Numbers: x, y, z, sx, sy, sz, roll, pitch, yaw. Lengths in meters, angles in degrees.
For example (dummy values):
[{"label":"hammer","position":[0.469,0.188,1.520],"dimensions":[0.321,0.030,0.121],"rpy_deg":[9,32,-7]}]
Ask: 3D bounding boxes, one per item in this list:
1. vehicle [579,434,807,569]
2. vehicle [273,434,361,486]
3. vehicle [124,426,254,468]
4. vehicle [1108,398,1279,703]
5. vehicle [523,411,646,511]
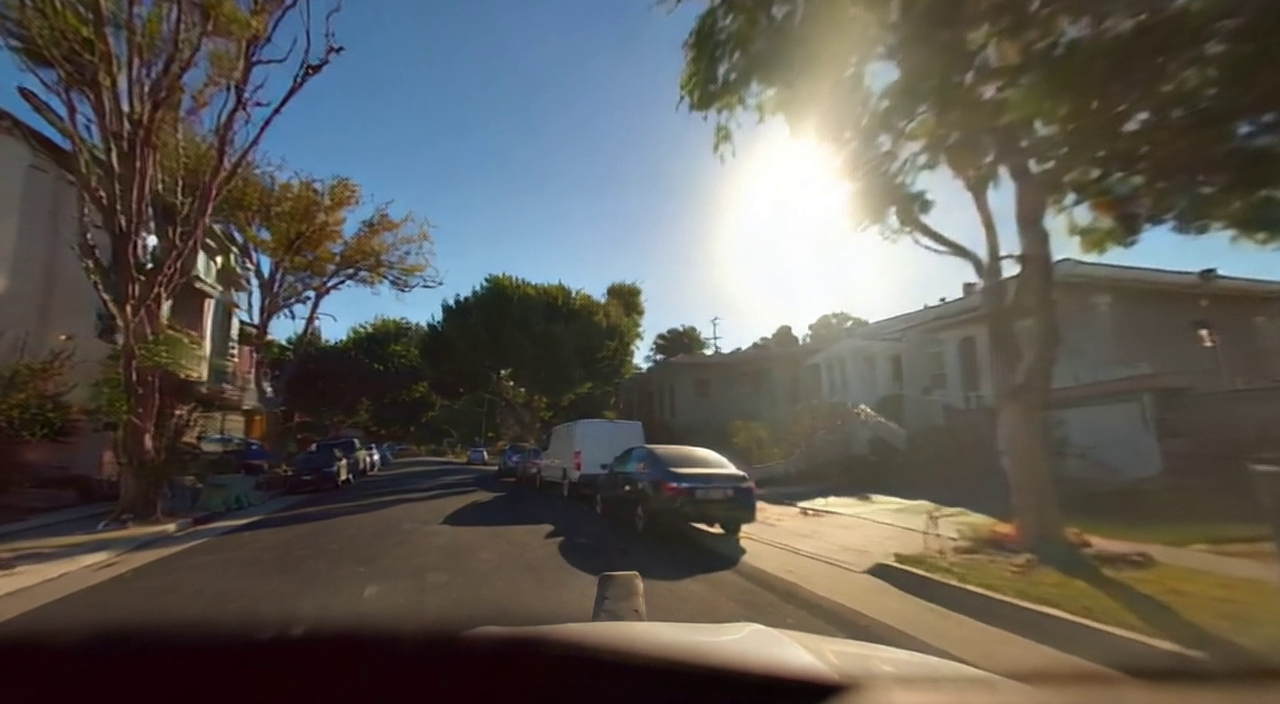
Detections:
[{"label":"vehicle","position":[0.501,2.083,9.876],"dimensions":[1.828,1.442,4.476],"rpy_deg":[2,-6,-20]},{"label":"vehicle","position":[-10.724,3.592,21.249],"dimensions":[1.908,1.493,4.806],"rpy_deg":[6,-10,-19]},{"label":"vehicle","position":[-19.457,4.080,27.387],"dimensions":[4.153,1.550,2.029],"rpy_deg":[3,-2,-20]},{"label":"vehicle","position":[4.790,1.108,3.289],"dimensions":[4.030,1.648,1.827],"rpy_deg":[4,-9,-23]},{"label":"vehicle","position":[-1.605,2.619,16.211],"dimensions":[1.993,2.129,4.893],"rpy_deg":[2,-6,-19]}]
